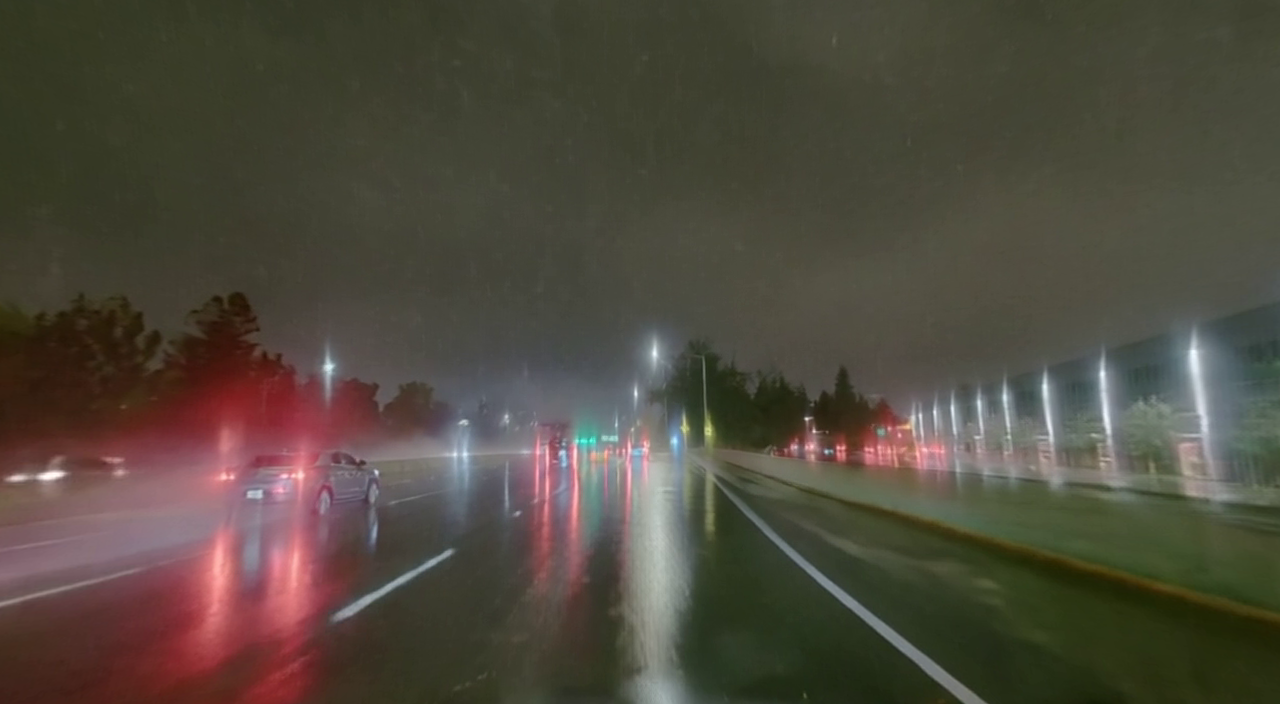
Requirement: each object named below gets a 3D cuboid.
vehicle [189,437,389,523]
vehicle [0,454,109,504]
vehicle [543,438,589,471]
[{"bbox_3d":[-7.911,2.887,14.864,2.071,1.661,4.540,-1,-8,0],"label":"vehicle"},{"bbox_3d":[-24.193,4.967,25.030,1.971,1.724,4.694,-1,-8,1],"label":"vehicle"},{"bbox_3d":[-4.220,5.925,36.549,2.158,1.717,4.375,-1,-8,0],"label":"vehicle"}]
